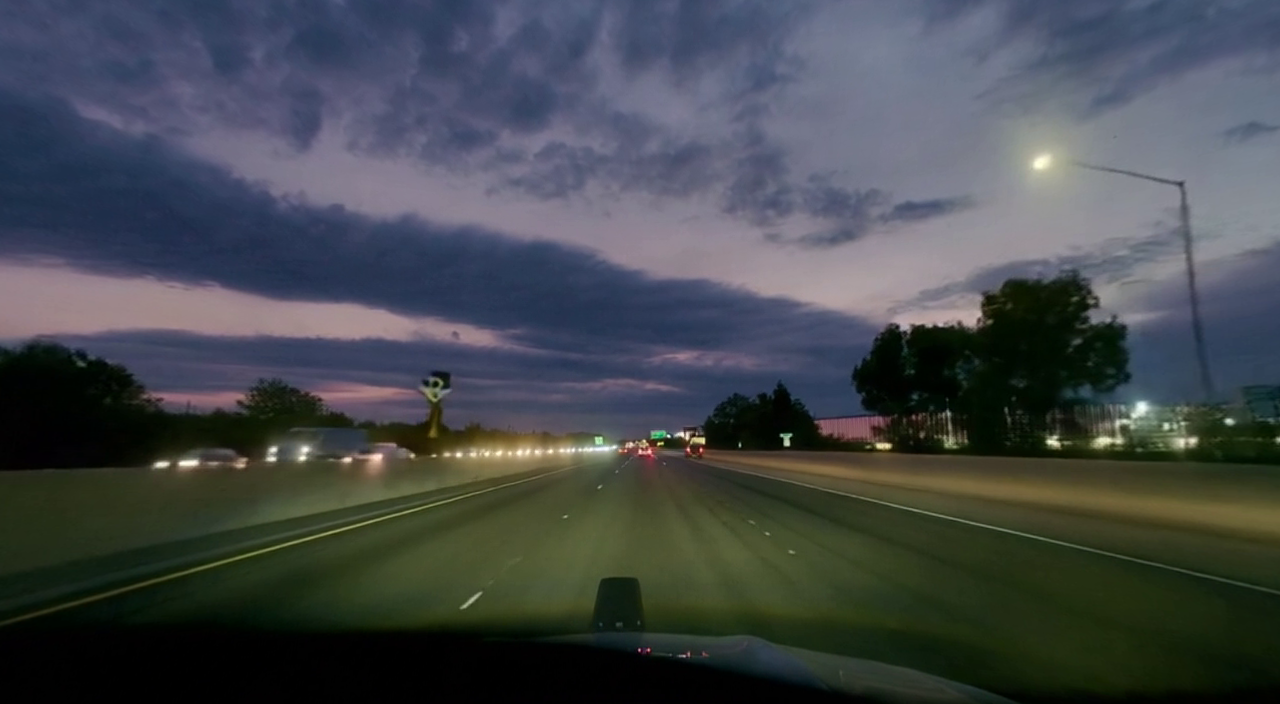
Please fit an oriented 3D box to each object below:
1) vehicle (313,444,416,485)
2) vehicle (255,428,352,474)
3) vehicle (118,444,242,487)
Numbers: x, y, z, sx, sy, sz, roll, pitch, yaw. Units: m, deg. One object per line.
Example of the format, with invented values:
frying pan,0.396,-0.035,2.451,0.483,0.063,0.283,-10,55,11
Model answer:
vehicle,-10.917,4.478,25.383,2.064,1.477,4.488,0,-9,1
vehicle,-20.455,6.089,38.801,2.352,2.598,6.329,0,-9,1
vehicle,-18.799,4.640,26.055,1.803,1.585,4.350,0,-9,0
